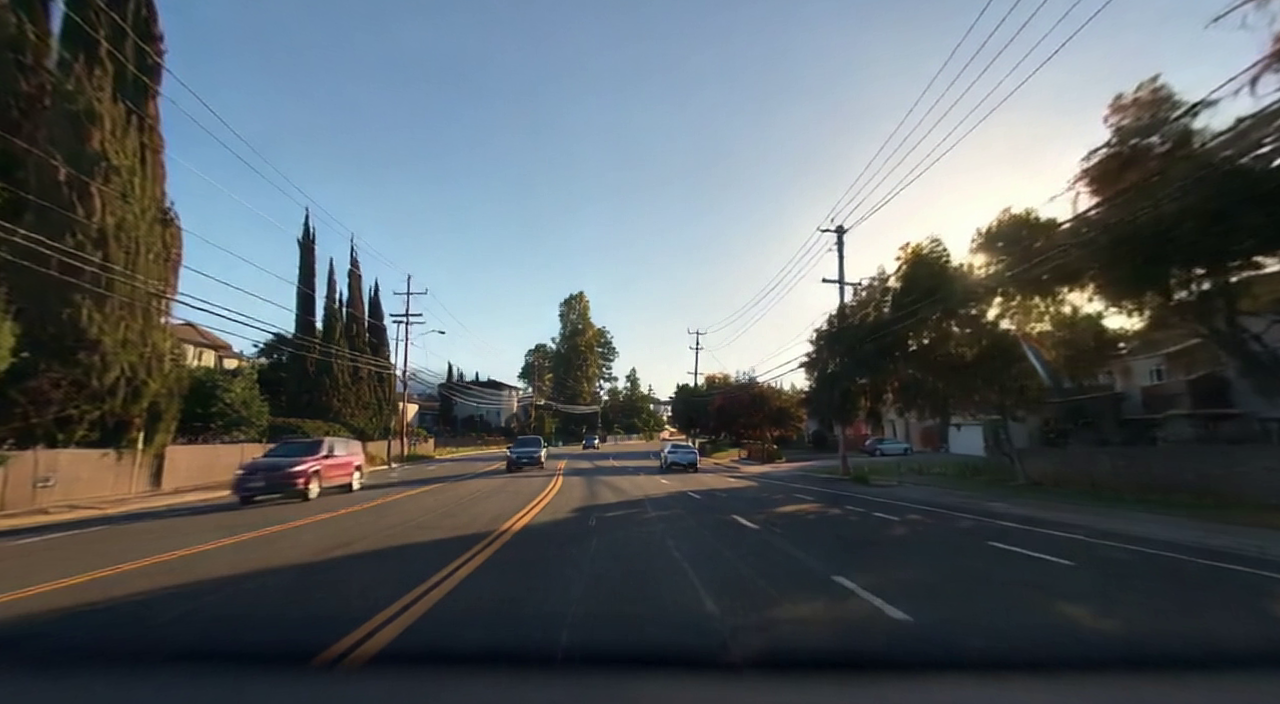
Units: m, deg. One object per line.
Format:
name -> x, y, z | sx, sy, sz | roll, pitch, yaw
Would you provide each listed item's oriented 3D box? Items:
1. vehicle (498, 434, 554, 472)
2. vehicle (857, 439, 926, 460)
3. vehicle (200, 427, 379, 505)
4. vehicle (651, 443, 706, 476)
vehicle -> -5.624, 5.055, 31.716 | 2.205, 1.769, 4.589 | 0, -9, -3
vehicle -> 19.088, 7.387, 47.945 | 4.444, 1.479, 1.913 | 1, -7, -7
vehicle -> -8.533, 2.813, 15.919 | 2.169, 1.656, 4.378 | 0, -9, -3
vehicle -> 1.752, 5.108, 30.264 | 1.982, 1.451, 4.152 | 1, -9, -6
